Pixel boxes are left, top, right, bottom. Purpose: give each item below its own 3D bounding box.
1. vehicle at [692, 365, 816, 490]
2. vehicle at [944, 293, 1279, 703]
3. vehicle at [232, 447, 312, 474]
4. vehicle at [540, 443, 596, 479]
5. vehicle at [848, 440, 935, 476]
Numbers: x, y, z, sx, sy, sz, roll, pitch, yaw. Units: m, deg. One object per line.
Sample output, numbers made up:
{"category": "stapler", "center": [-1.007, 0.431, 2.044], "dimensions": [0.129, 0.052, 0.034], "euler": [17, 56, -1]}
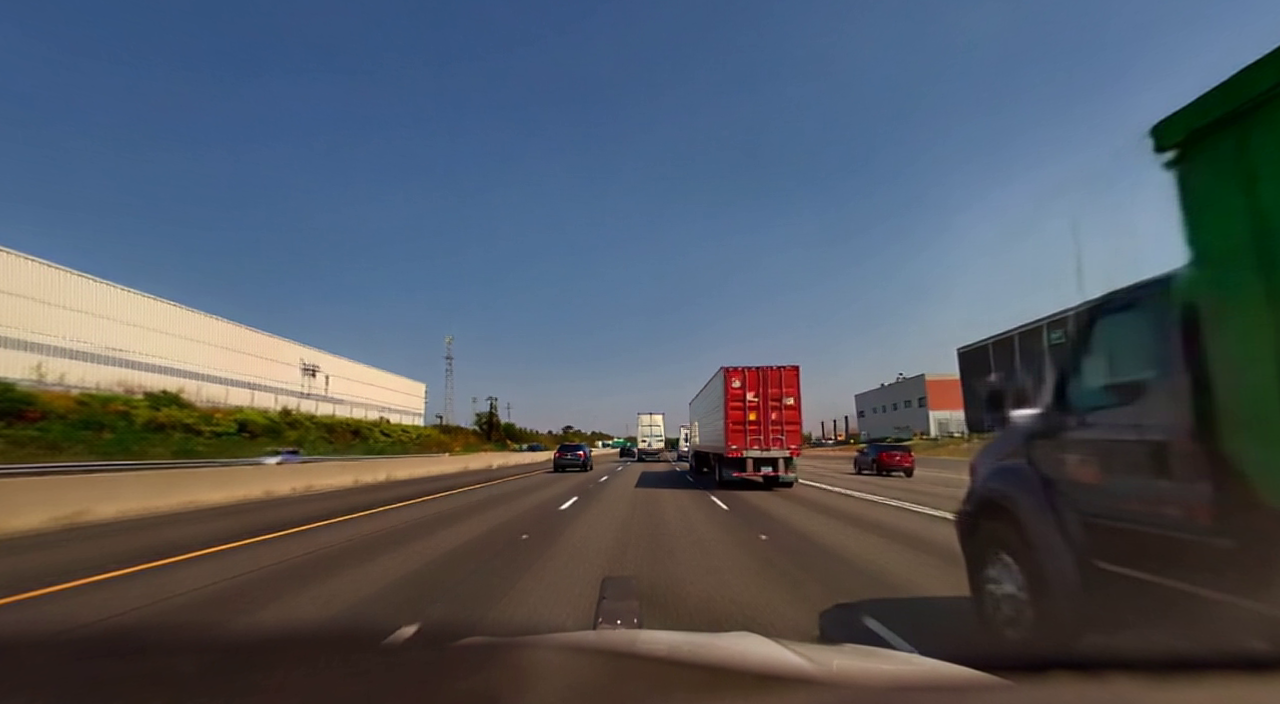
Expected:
{"category": "vehicle", "center": [4.186, 3.380, 27.030], "dimensions": [2.951, 3.974, 13.340], "euler": [-1, -8, 1]}
{"category": "vehicle", "center": [3.865, 0.551, 1.198], "dimensions": [2.809, 1.919, 7.507], "euler": [0, -8, -1]}
{"category": "vehicle", "center": [-23.059, 6.794, 39.882], "dimensions": [1.881, 1.539, 5.100], "euler": [-1, -8, 2]}
{"category": "vehicle", "center": [-3.120, 4.833, 28.323], "dimensions": [2.024, 1.472, 4.014], "euler": [-1, -8, 0]}
{"category": "vehicle", "center": [11.473, 4.867, 29.256], "dimensions": [2.060, 1.499, 4.683], "euler": [0, -8, -1]}
